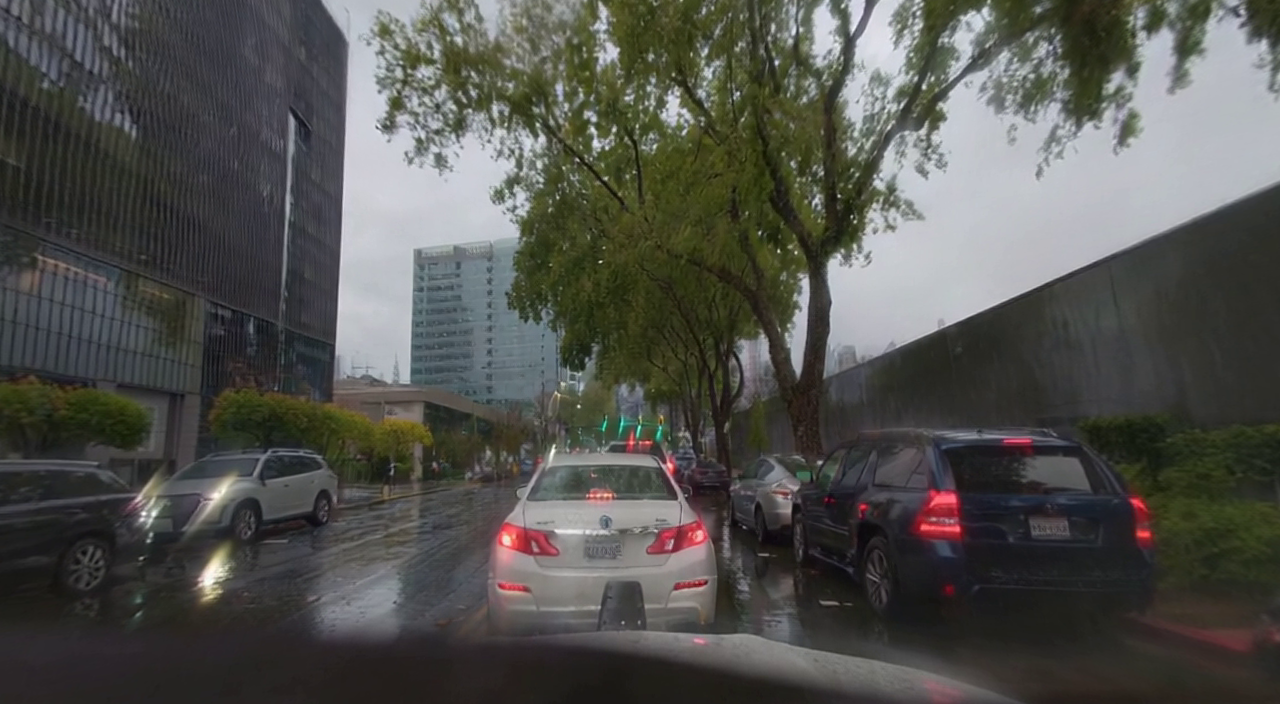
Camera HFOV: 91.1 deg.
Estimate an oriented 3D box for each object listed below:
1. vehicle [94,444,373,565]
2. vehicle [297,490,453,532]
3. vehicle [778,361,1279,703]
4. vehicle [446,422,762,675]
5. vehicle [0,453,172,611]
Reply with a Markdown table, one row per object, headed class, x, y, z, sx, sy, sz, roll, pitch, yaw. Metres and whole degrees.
| class | x | y | z | sx | sy | sz | roll | pitch | yaw |
| --- | --- | --- | --- | --- | --- | --- | --- | --- | --- |
| vehicle | -6.829 | 2.583 | 11.360 | 1.994 | 1.701 | 4.520 | 0 | -10 | 0 |
| vehicle | -6.955 | 4.270 | 17.213 | 2.223 | 0.774 | 4.789 | 1 | -10 | 0 |
| vehicle | 2.710 | 1.417 | 5.703 | 1.868 | 1.920 | 4.501 | 1 | -10 | 0 |
| vehicle | -0.208 | 1.595 | 5.942 | 2.018 | 1.583 | 3.646 | 1 | -10 | 1 |
| vehicle | -6.988 | 1.685 | 5.891 | 1.900 | 1.471 | 4.202 | 1 | -10 | 0 |
